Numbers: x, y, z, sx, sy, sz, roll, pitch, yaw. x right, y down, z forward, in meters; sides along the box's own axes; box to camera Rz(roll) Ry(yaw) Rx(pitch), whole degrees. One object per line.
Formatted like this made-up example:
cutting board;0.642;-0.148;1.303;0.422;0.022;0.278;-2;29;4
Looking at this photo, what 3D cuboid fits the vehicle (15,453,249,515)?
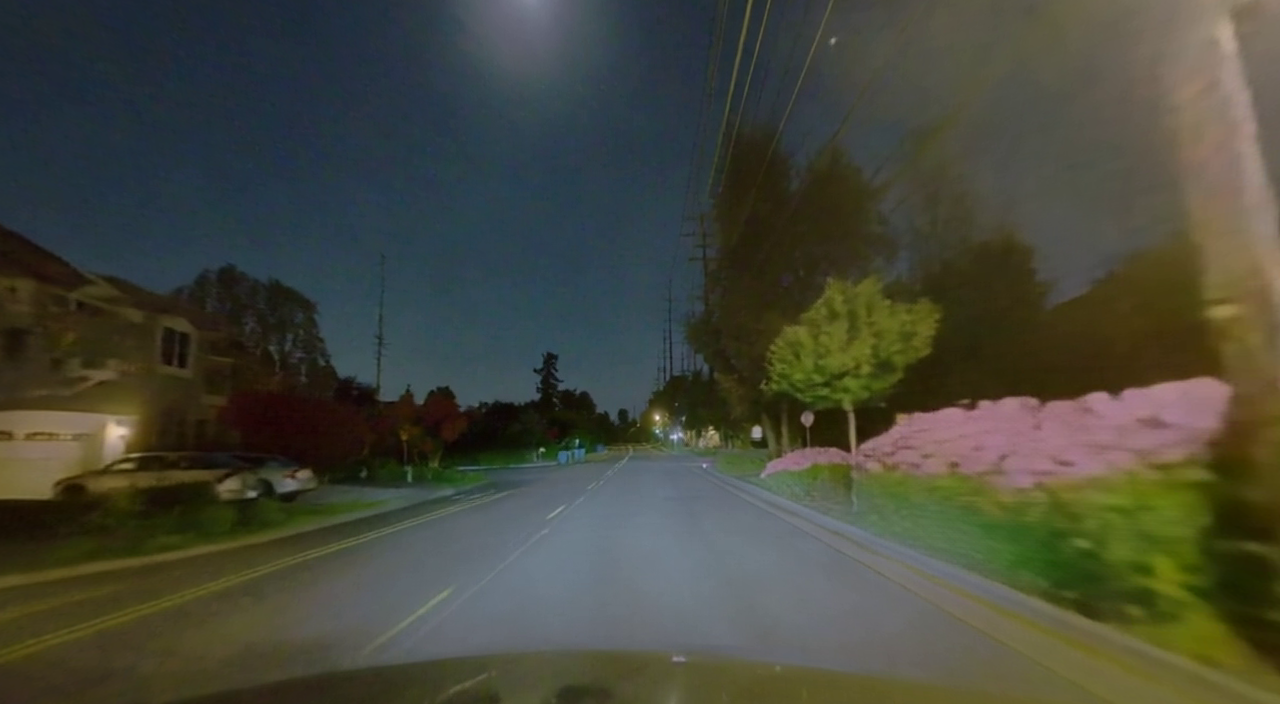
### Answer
vehicle;-14.095;3.657;17.833;4.554;1.535;2.261;0;-8;-4
